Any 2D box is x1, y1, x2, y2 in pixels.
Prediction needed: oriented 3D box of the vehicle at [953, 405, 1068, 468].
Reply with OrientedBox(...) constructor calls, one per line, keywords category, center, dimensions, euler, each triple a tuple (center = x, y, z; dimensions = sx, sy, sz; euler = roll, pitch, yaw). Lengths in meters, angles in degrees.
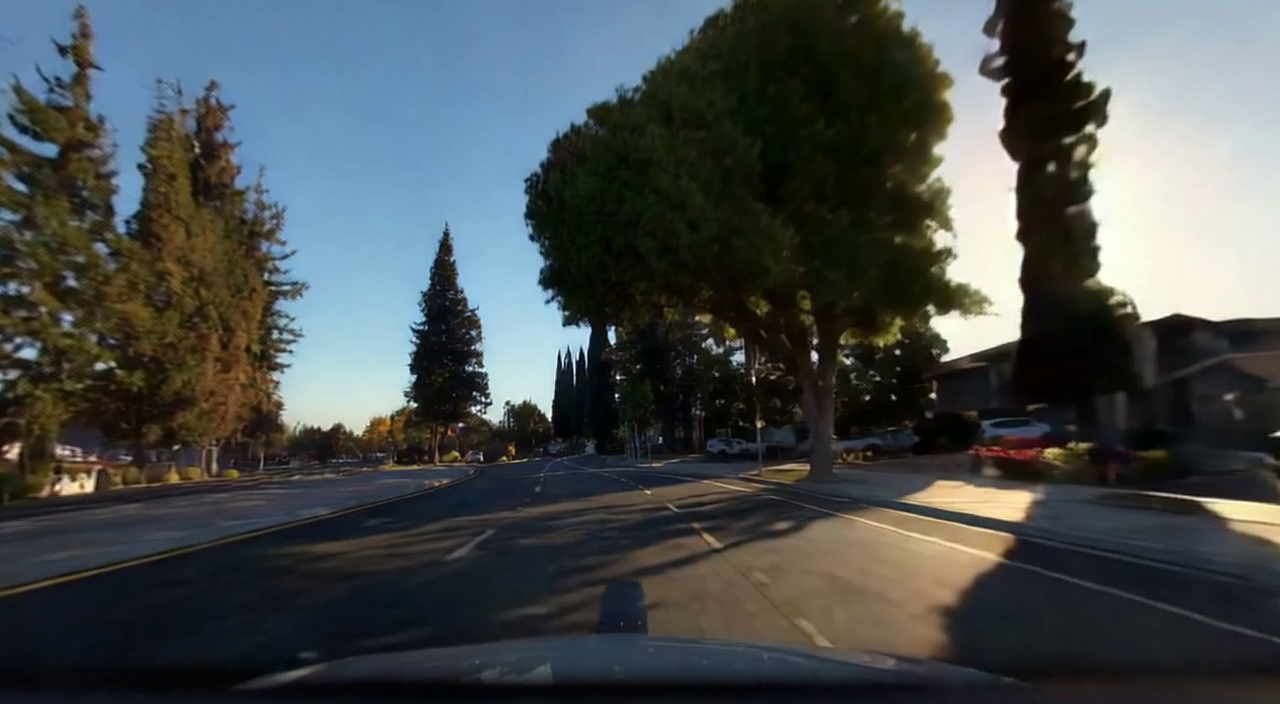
OrientedBox(category="vehicle", center=(12.791, 2.948, 21.648), dimensions=(2.110, 1.863, 4.977), euler=(-11, -13, 42))
